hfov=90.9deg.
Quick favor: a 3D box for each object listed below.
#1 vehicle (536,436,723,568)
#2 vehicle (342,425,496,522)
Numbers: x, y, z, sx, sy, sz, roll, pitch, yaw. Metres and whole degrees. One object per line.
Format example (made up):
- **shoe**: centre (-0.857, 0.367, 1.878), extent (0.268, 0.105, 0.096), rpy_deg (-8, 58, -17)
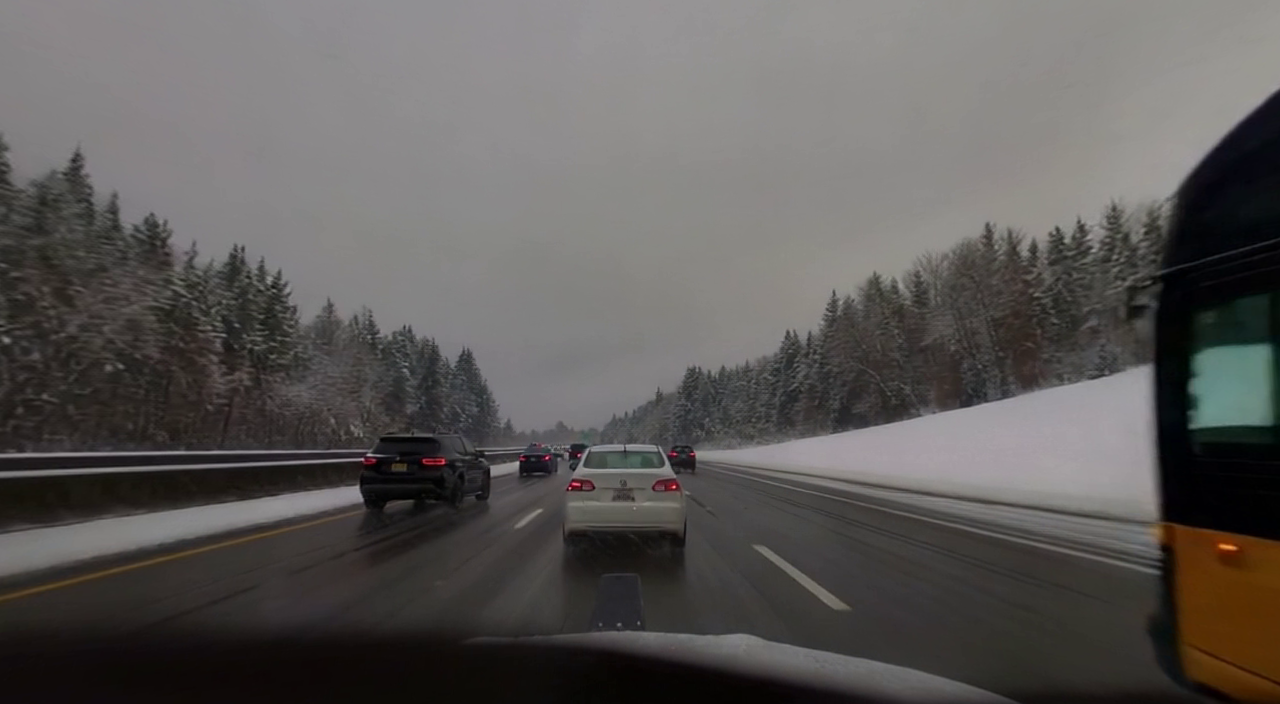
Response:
- **vehicle**: centre (-0.179, 2.036, 9.332), extent (2.120, 1.478, 4.179), rpy_deg (0, -9, -2)
- **vehicle**: centre (-4.399, 2.481, 13.307), extent (1.830, 1.703, 4.142), rpy_deg (0, -9, -1)
